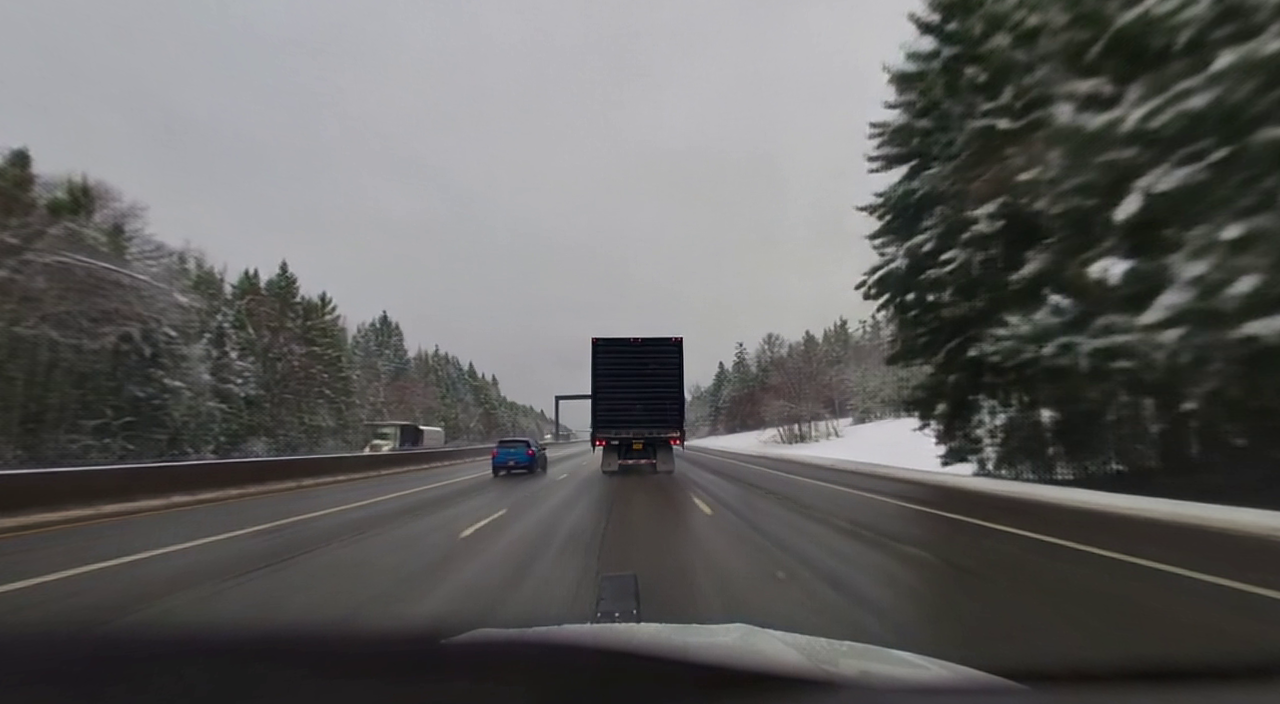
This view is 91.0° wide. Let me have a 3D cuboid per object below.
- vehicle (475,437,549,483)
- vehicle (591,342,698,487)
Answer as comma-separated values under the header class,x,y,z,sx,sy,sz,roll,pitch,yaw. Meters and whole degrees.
class,x,y,z,sx,sy,sz,roll,pitch,yaw
vehicle,-4.608,3.935,23.288,1.854,1.530,4.268,0,-8,0
vehicle,-0.007,2.532,23.594,3.073,4.196,10.546,0,-8,-1
